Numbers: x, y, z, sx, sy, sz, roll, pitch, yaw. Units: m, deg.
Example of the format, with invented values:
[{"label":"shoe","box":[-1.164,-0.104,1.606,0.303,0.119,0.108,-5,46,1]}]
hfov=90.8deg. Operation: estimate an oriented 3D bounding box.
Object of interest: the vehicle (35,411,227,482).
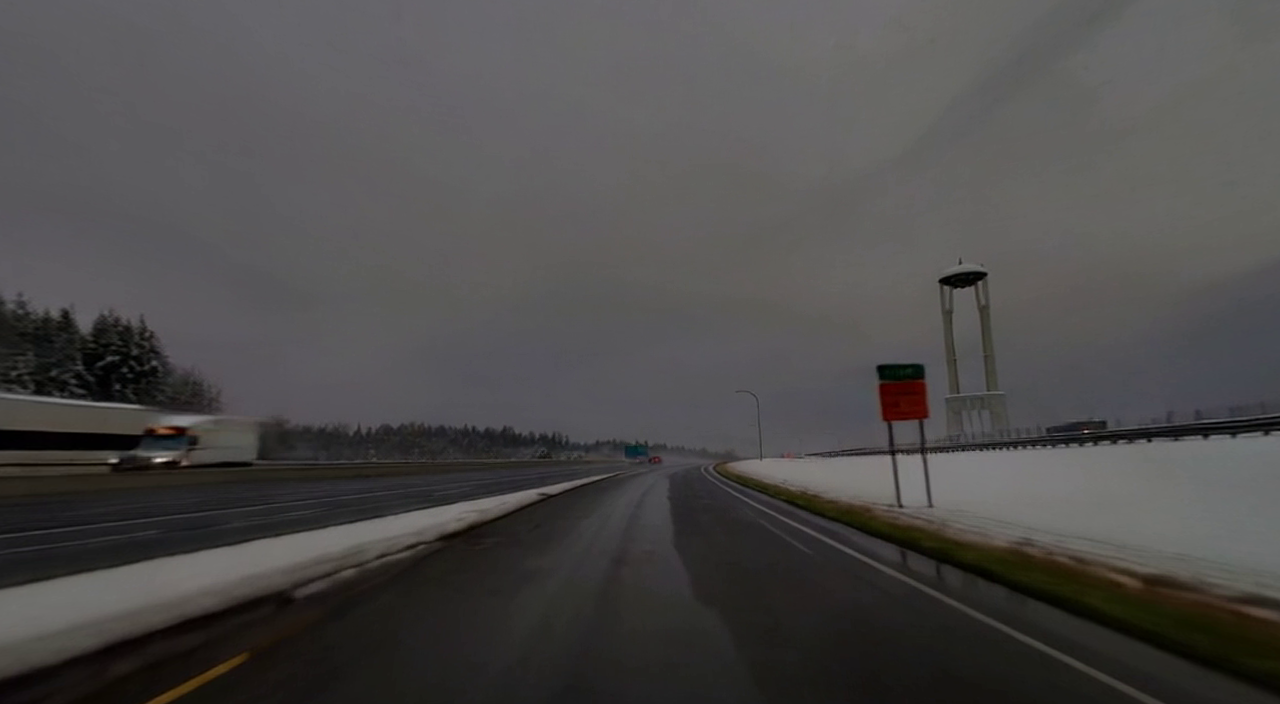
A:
[{"label":"vehicle","box":[-24.404,4.665,30.880,2.744,3.031,7.113,-1,-9,8]}]
